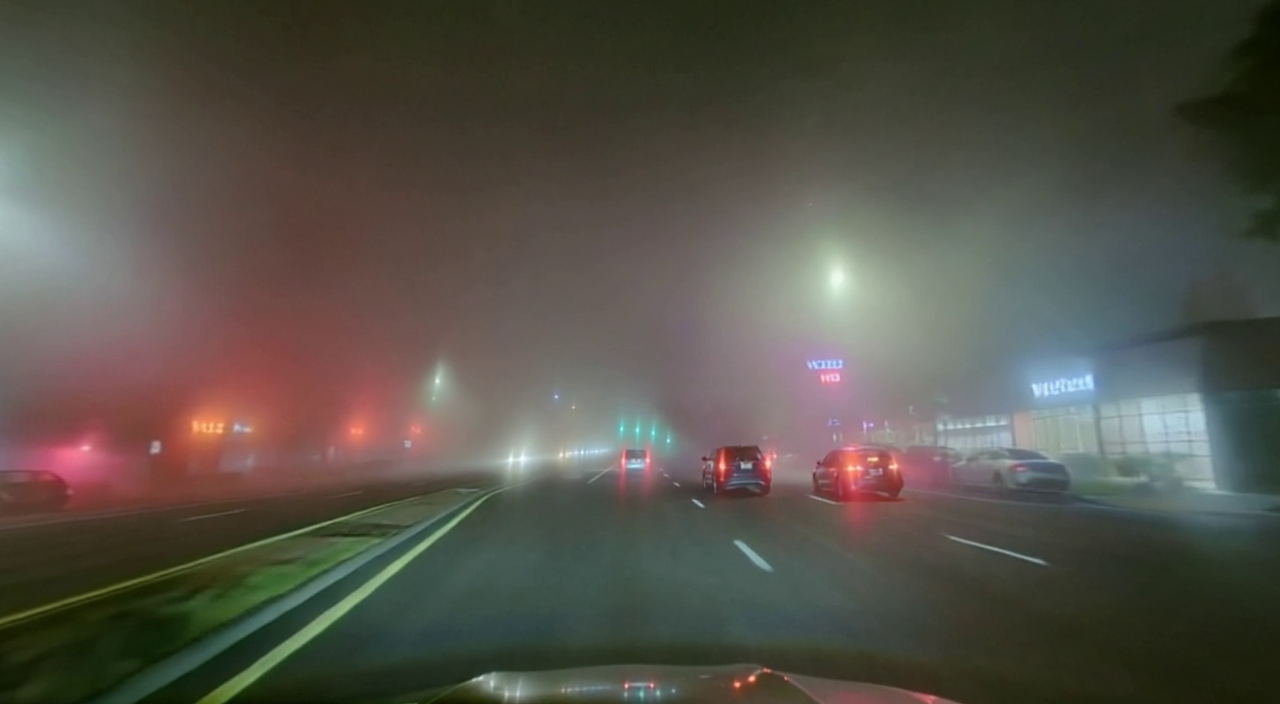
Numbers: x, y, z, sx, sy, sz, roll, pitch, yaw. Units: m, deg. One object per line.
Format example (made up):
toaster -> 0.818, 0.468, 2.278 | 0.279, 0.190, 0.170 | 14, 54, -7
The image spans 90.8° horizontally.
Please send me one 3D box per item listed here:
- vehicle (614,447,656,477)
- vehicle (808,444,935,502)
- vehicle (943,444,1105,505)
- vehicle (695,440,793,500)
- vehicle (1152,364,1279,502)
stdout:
vehicle -> -0.275, 5.653, 32.741 | 2.052, 1.461, 4.324 | 0, -9, -1
vehicle -> 6.591, 3.475, 18.630 | 1.952, 1.449, 4.544 | 0, -9, -1
vehicle -> 10.597, 3.378, 17.850 | 2.000, 1.514, 3.811 | 0, -9, -4
vehicle -> 2.948, 3.467, 19.017 | 2.072, 1.545, 4.578 | 0, -9, -1
vehicle -> 17.566, 2.013, 15.693 | 7.127, 3.093, 2.760 | 0, -9, 0
